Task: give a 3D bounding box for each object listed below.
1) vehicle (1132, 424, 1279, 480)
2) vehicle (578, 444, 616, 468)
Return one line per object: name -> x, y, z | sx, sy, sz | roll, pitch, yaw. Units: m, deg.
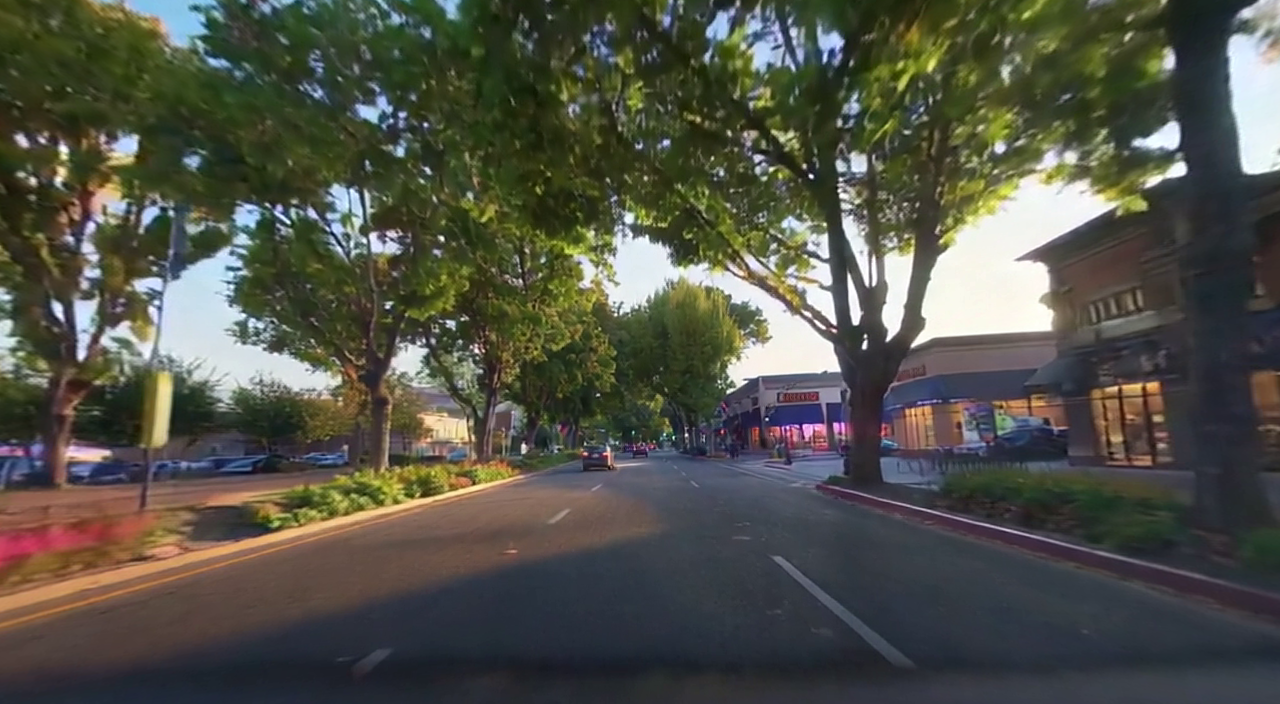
vehicle -> 18.018, 3.051, 19.486 | 4.018, 1.404, 1.856 | -3, -7, -1
vehicle -> -2.669, 6.631, 40.440 | 2.082, 1.460, 4.442 | 0, -8, 1
